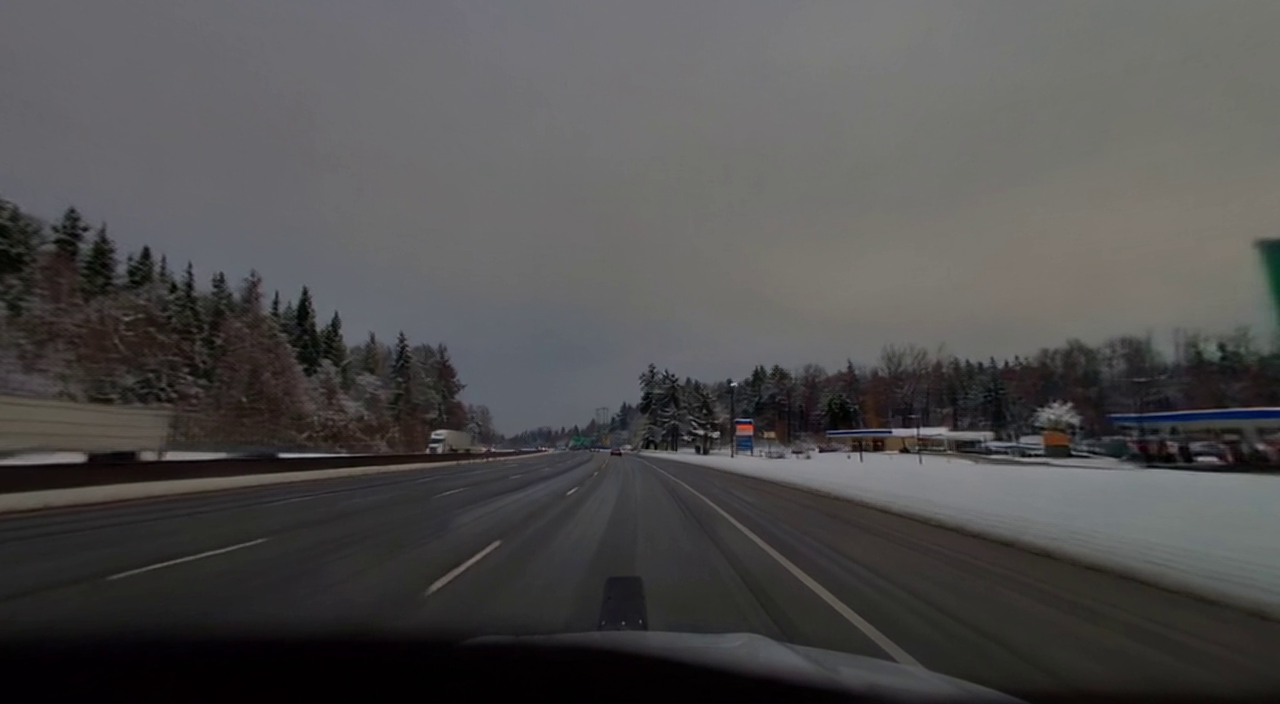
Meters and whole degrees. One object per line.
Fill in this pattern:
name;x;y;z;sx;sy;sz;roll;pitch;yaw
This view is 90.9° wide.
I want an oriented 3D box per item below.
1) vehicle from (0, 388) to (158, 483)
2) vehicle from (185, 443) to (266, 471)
vehicle;-29.928;3.912;29.455;2.902;4.207;15.681;1;-8;-2
vehicle;-26.820;6.794;41.039;1.933;1.714;5.121;0;-8;-2
